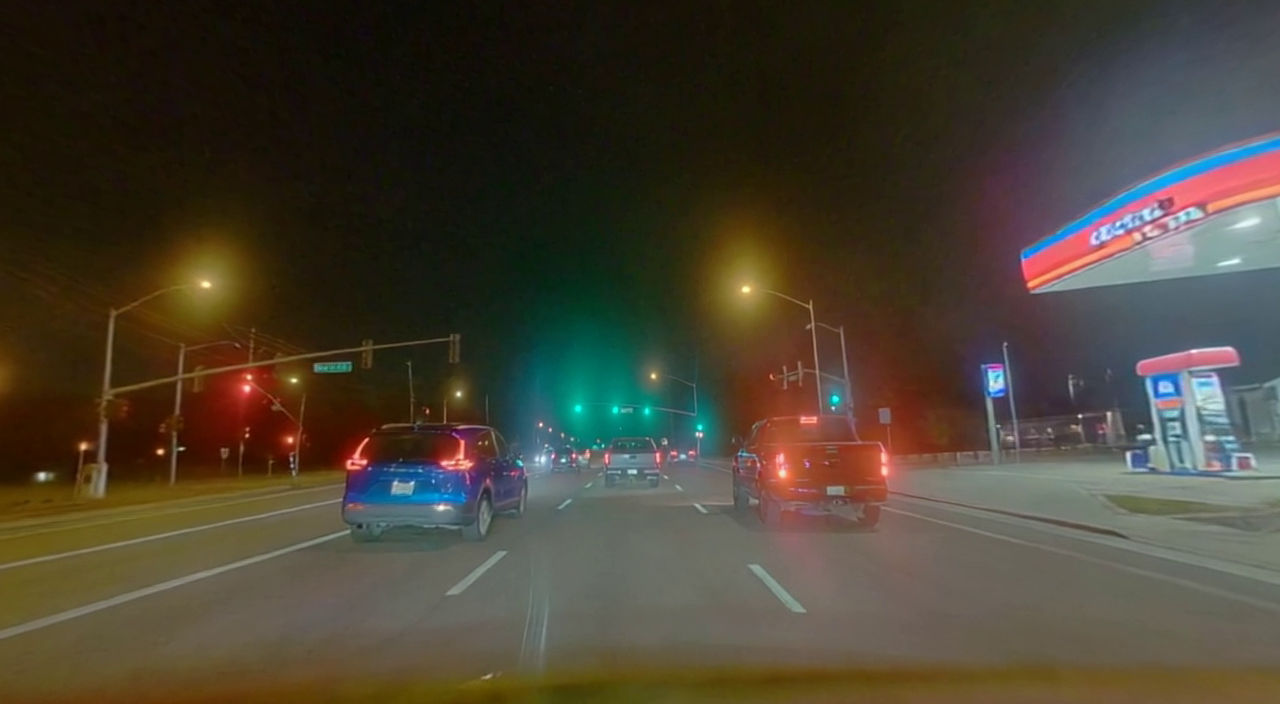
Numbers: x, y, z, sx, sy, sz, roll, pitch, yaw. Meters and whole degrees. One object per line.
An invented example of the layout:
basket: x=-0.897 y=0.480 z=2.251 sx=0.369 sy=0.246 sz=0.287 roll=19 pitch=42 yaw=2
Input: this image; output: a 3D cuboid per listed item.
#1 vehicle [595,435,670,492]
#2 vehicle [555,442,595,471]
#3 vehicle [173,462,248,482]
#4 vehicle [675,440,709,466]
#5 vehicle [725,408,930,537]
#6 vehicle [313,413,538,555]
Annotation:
vehicle: x=-0.242 y=3.550 z=20.466 sx=2.181 sy=1.650 sz=4.083 roll=0 pitch=-8 yaw=-1
vehicle: x=-3.617 y=5.908 z=35.833 sx=1.954 sy=1.497 sz=4.078 roll=0 pitch=-8 yaw=-1
vehicle: x=-33.863 y=9.428 z=49.760 sx=4.630 sy=1.484 sz=1.790 roll=-1 pitch=-8 yaw=4
vehicle: x=3.705 y=7.324 z=45.819 sx=2.122 sy=1.745 sz=4.337 roll=0 pitch=-8 yaw=0
vehicle: x=3.102 y=2.156 z=11.931 sx=2.161 sy=1.868 sz=5.321 roll=0 pitch=-8 yaw=-1
vehicle: x=-3.008 y=1.953 z=10.013 sx=2.019 sy=1.731 sz=4.299 roll=0 pitch=-8 yaw=0
